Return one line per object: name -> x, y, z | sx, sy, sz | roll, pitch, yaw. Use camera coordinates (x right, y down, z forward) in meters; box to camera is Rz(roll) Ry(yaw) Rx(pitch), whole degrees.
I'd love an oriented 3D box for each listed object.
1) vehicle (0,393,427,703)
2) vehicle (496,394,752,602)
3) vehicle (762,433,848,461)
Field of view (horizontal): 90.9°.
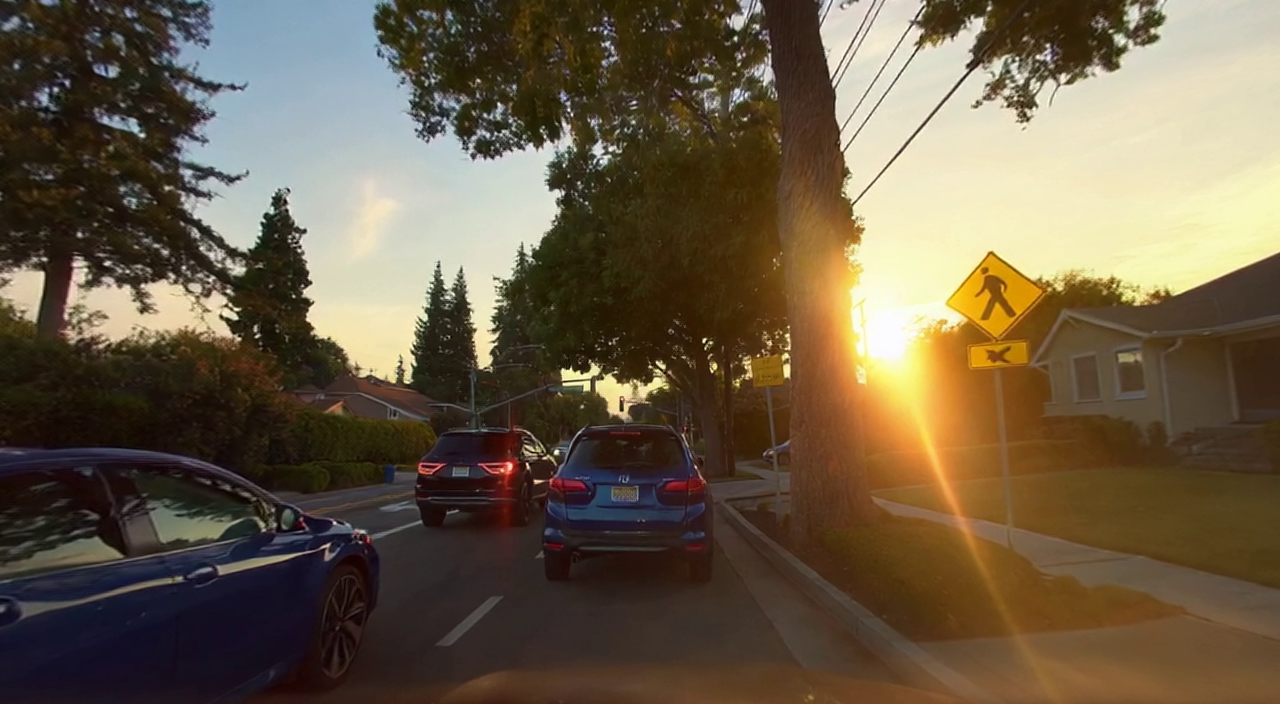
vehicle -> -2.870, 1.042, 3.027 | 1.968, 1.472, 4.685 | 0, -9, 1
vehicle -> -0.135, 1.509, 7.279 | 2.120, 1.718, 3.909 | 0, -9, 0
vehicle -> 9.314, 5.434, 35.915 | 4.456, 1.504, 1.914 | -1, -9, 6
